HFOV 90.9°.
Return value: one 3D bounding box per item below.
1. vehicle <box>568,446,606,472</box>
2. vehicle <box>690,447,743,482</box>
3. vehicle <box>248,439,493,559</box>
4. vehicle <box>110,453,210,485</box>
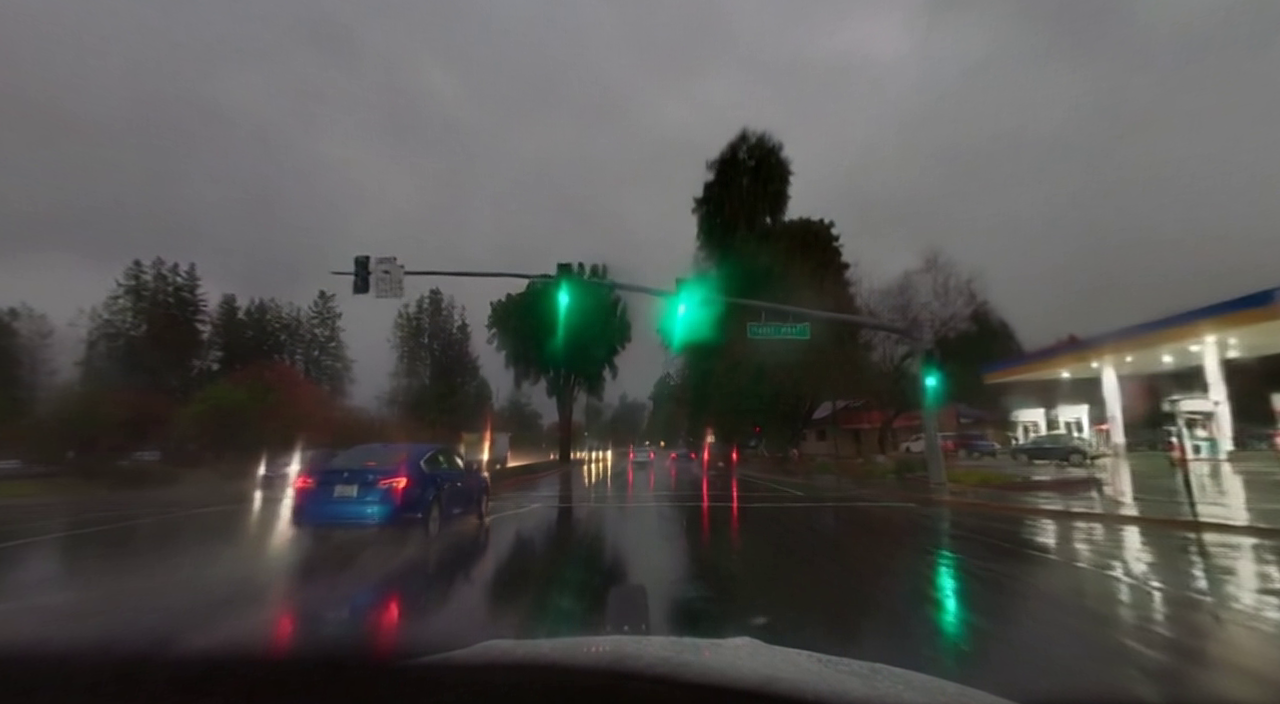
[{"bbox_3d":[-3.151,6.488,38.342,1.841,1.474,4.038,0,-8,2],"label":"vehicle"},{"bbox_3d":[3.411,5.074,28.816,1.883,1.465,3.975,0,-8,0],"label":"vehicle"},{"bbox_3d":[-3.878,2.151,10.089,1.803,1.463,4.422,0,-8,2],"label":"vehicle"},{"bbox_3d":[-32.997,8.033,43.648,2.197,1.842,5.801,0,-8,2],"label":"vehicle"}]
